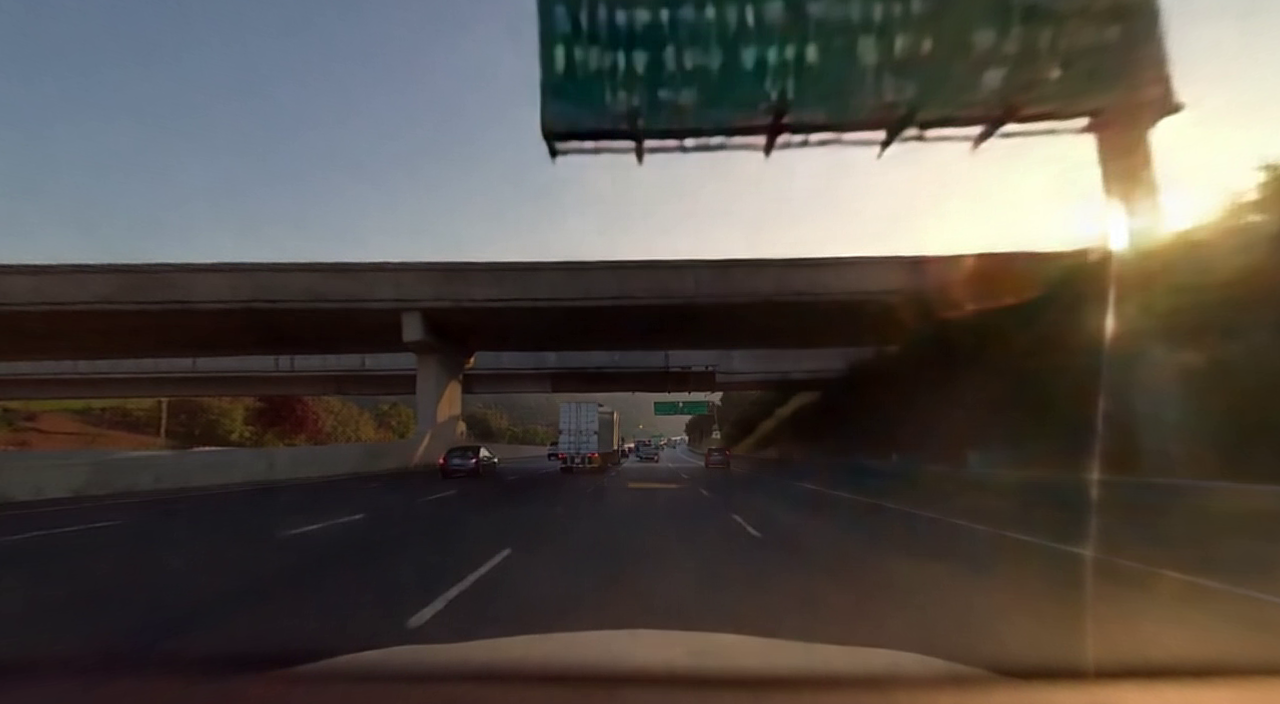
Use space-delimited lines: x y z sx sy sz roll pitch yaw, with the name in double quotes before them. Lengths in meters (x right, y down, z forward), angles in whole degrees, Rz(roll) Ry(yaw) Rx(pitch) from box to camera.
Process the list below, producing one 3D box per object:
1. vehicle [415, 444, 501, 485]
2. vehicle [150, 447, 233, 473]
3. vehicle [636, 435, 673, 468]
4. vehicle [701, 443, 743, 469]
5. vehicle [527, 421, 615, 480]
"vehicle" -7.160 4.446 25.329 1.965 1.437 4.592 -1 -8 2
"vehicle" -27.951 6.733 39.498 1.796 1.460 4.461 -1 -8 2
"vehicle" 0.949 6.537 41.596 2.309 2.023 5.130 0 -8 1
"vehicle" 4.976 6.411 38.977 1.993 1.474 4.230 0 -8 0
"vehicle" -3.194 5.286 34.309 2.854 2.379 16.653 0 -8 0
